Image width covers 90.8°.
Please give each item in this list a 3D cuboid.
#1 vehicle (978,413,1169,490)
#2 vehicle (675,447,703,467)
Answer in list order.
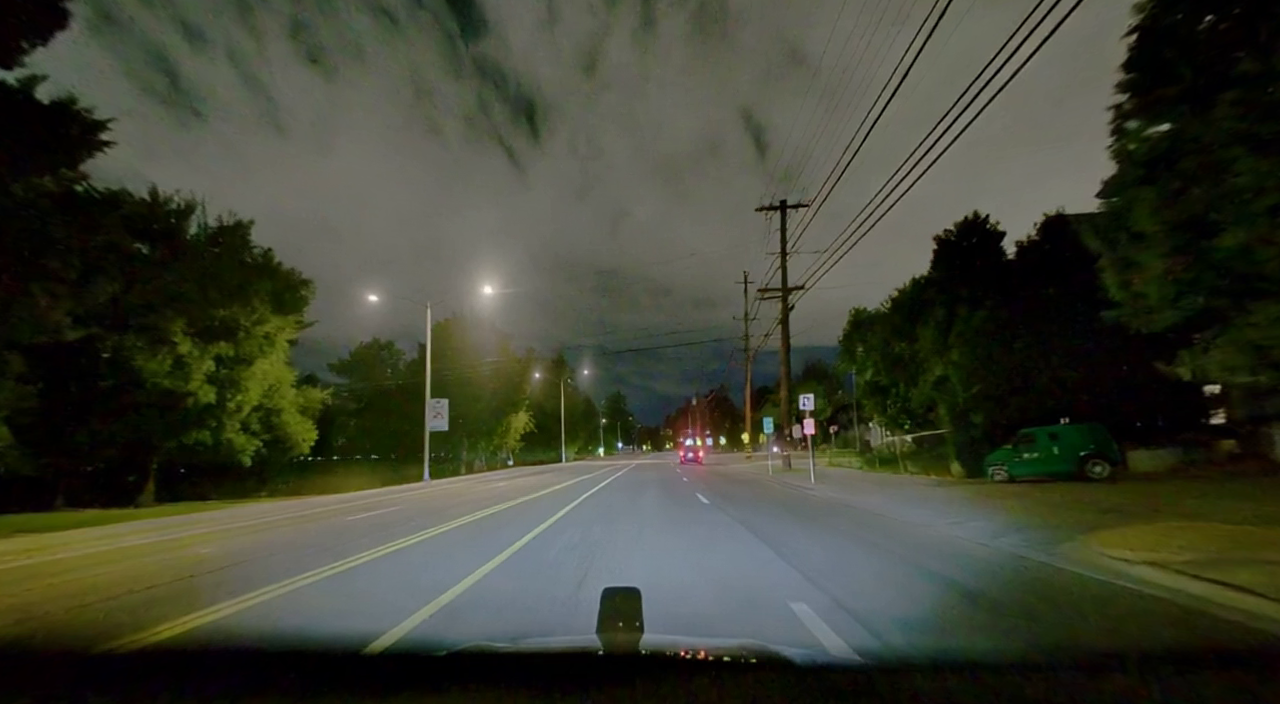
[{"bbox_3d":[12.125,2.849,18.184,1.939,1.839,4.674,-2,-9,-2],"label":"vehicle"},{"bbox_3d":[3.655,7.892,47.634,2.015,1.467,4.117,-1,-9,4],"label":"vehicle"}]
